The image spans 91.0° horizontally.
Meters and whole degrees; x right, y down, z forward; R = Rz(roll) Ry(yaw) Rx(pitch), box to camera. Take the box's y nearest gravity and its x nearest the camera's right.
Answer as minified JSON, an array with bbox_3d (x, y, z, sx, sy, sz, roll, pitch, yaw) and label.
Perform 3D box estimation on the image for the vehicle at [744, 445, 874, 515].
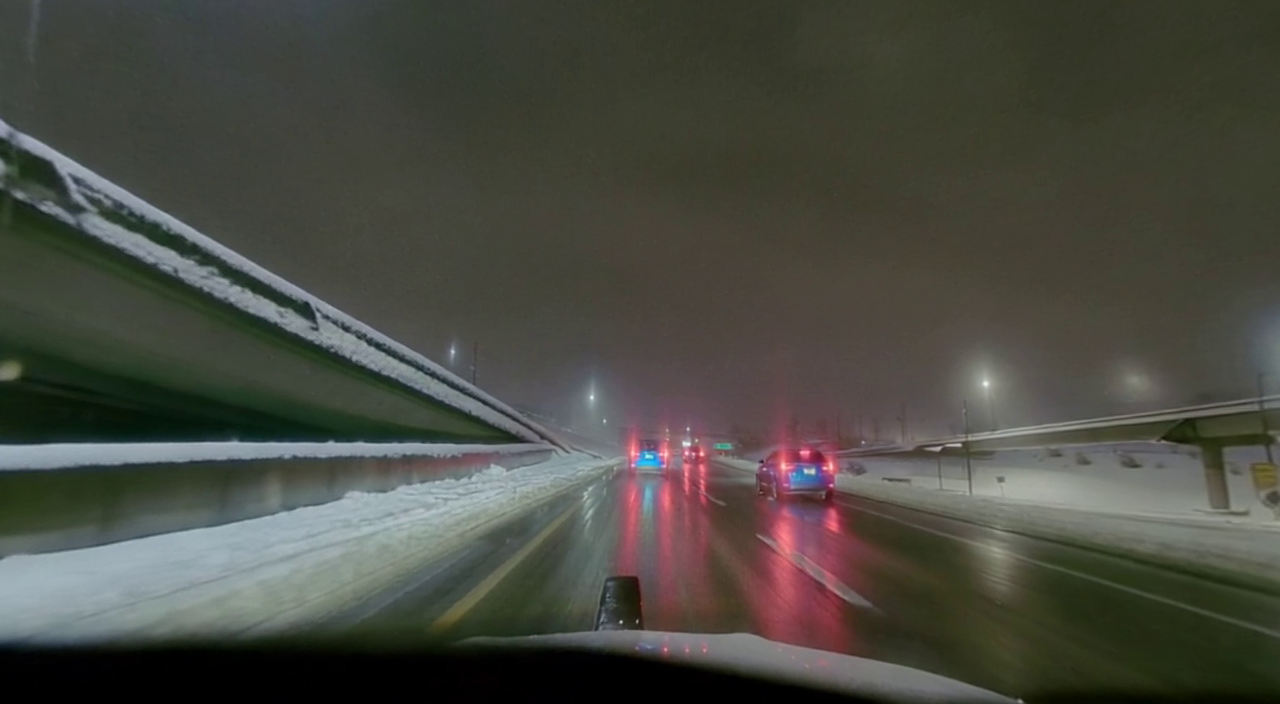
[{"bbox_3d":[4.021,3.096,15.747,2.047,1.500,4.017,0,-9,-1],"label":"vehicle"}]

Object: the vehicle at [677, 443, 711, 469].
[{"bbox_3d":[3.680,7.162,43.573,2.047,1.700,4.069,0,-9,0],"label":"vehicle"}]

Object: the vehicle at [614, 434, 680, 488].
[{"bbox_3d":[0.226,4.067,23.809,2.264,1.841,4.583,0,-9,0],"label":"vehicle"}]
